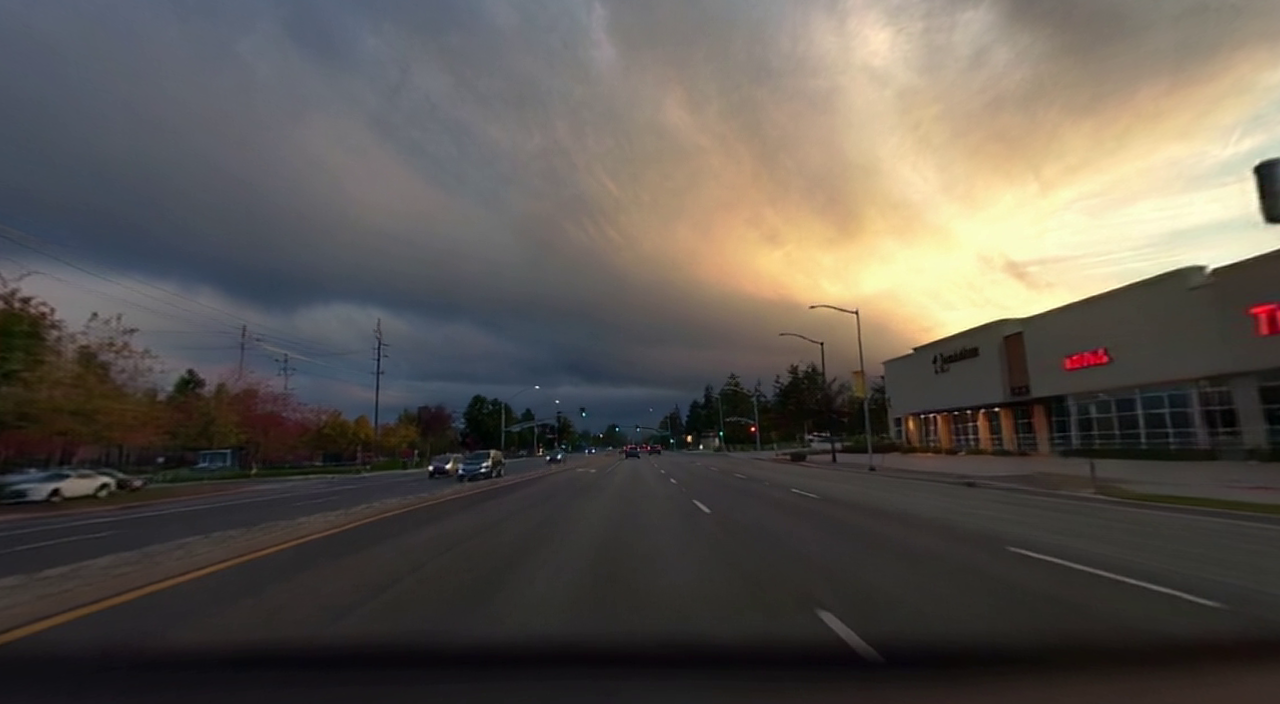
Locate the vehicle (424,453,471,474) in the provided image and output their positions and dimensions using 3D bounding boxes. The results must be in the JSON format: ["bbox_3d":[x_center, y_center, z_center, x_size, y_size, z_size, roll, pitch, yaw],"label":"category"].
[{"bbox_3d":[-14.955,8.681,49.410,1.929,1.497,4.697,-1,-9,3],"label":"vehicle"}]

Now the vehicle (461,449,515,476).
[{"bbox_3d":[-8.931,6.523,37.567,2.065,1.504,4.593,0,-9,0],"label":"vehicle"}]

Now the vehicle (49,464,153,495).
[{"bbox_3d":[-28.704,6.793,33.787,3.753,1.432,1.665,2,-10,-19],"label":"vehicle"}]

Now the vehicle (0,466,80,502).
[{"bbox_3d":[-28.232,5.819,27.871,4.740,1.480,1.923,3,-10,-21],"label":"vehicle"}]
